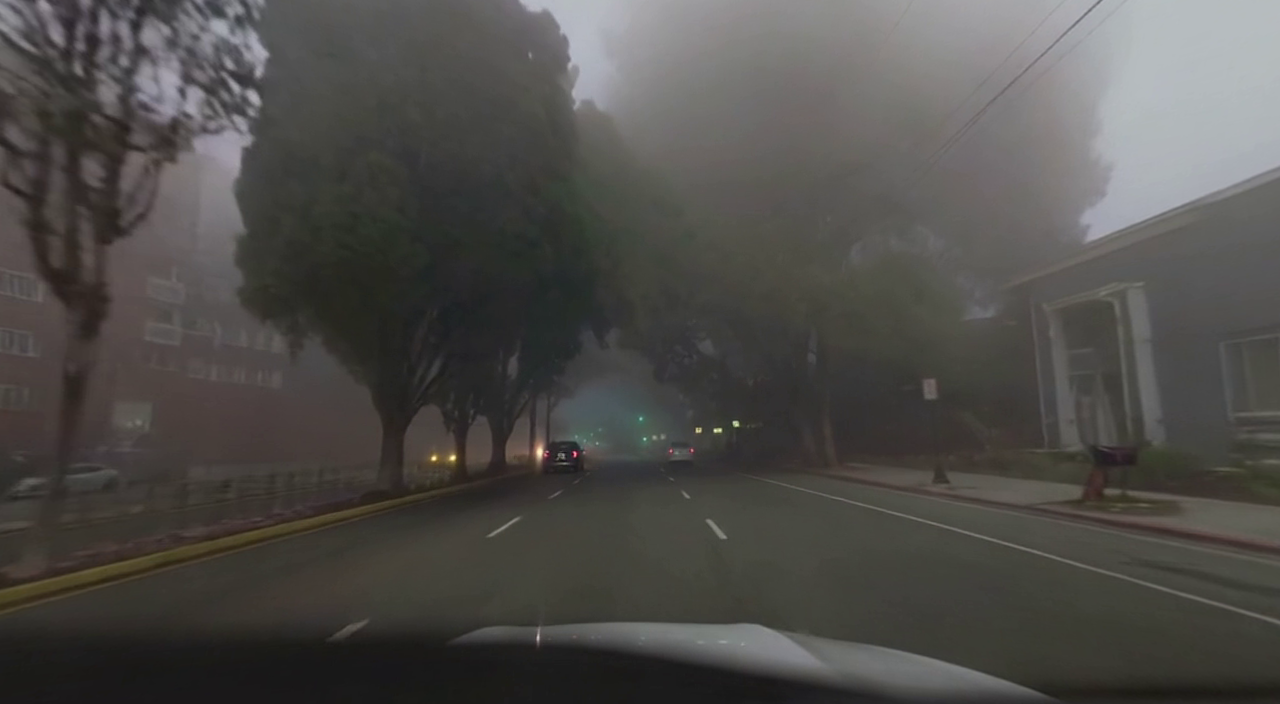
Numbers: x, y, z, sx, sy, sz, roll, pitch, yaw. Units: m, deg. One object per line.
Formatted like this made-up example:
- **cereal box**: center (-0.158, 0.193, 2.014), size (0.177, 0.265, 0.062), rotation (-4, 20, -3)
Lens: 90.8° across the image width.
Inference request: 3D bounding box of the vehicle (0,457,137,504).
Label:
- **vehicle**: center (-22.688, 5.024, 25.026), size (1.918, 1.586, 4.366), rotation (0, -8, 0)

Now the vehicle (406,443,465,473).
- **vehicle**: center (-12.128, 6.276, 37.731), size (2.064, 1.657, 4.305), rotation (0, -8, 0)

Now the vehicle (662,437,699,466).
- **vehicle**: center (2.496, 6.274, 40.002), size (2.018, 1.719, 4.369), rotation (0, -8, -1)

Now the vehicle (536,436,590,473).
- **vehicle**: center (-3.702, 5.017, 31.026), size (2.083, 1.685, 4.069), rotation (0, -8, 1)

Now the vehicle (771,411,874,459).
- **vehicle**: center (14.203, 6.523, 49.551), size (7.138, 3.555, 2.719), rotation (1, -9, -3)
